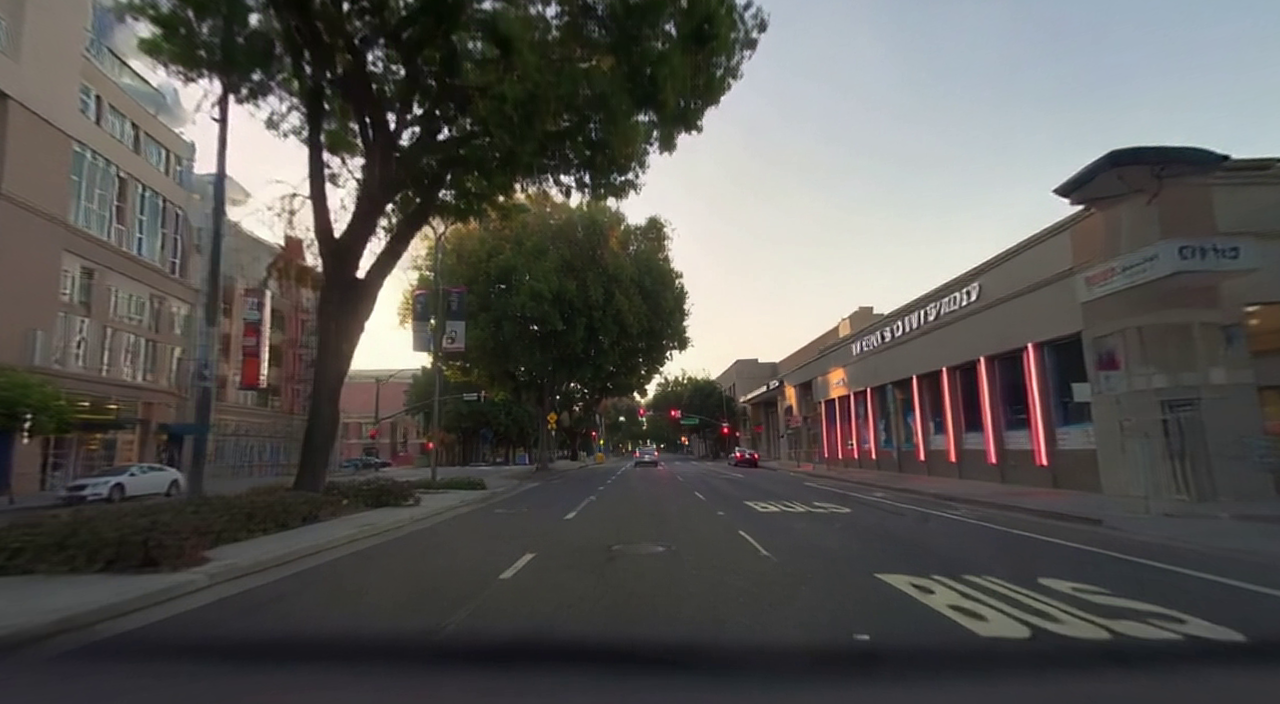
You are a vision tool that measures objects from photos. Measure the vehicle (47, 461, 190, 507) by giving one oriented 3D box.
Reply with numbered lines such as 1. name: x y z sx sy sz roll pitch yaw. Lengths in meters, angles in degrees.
1. vehicle: -20.410 5.143 25.015 1.840 1.440 4.442 -3 -9 1

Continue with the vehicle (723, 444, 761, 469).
1. vehicle: 7.855 8.047 49.003 1.987 1.772 4.749 0 -8 -2

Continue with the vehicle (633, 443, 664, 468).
1. vehicle: 0.672 7.826 48.049 2.223 1.775 4.250 -1 -8 1
